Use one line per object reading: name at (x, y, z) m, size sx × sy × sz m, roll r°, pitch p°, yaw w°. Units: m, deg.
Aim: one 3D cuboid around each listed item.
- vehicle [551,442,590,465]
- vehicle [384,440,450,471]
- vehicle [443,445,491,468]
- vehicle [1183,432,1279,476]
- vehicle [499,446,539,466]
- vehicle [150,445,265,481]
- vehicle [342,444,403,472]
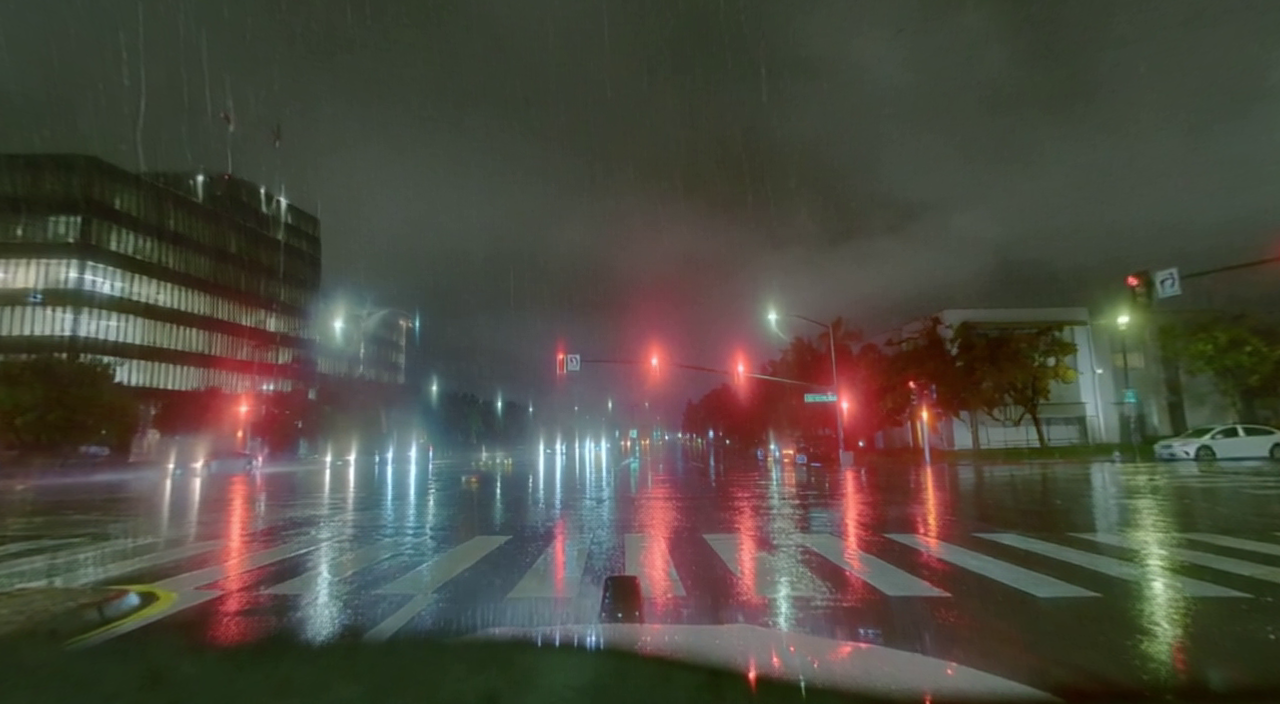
vehicle at (-4.552, 6.713, 41.678) m, size 1.954 × 1.431 × 4.050 m, roll -1°, pitch -9°, yaw 2°
vehicle at (-15.144, 7.041, 43.148) m, size 2.340 × 1.946 × 5.450 m, roll 0°, pitch -9°, yaw 2°
vehicle at (-11.659, 7.075, 42.691) m, size 1.911 × 1.476 × 4.297 m, roll -1°, pitch -9°, yaw 2°
vehicle at (22.308, 3.580, 22.251) m, size 4.474 × 1.477 × 1.908 m, roll 0°, pitch -9°, yaw -3°
vehicle at (-8.120, 7.008, 42.604) m, size 1.910 × 1.321 × 3.692 m, roll 0°, pitch -9°, yaw 1°
vehicle at (-24.133, 6.152, 35.370) m, size 2.032 × 1.839 × 4.884 m, roll -3°, pitch -9°, yaw 20°
vehicle at (-18.582, 7.352, 44.011) m, size 2.237 × 1.801 × 4.541 m, roll 0°, pitch -9°, yaw 1°
